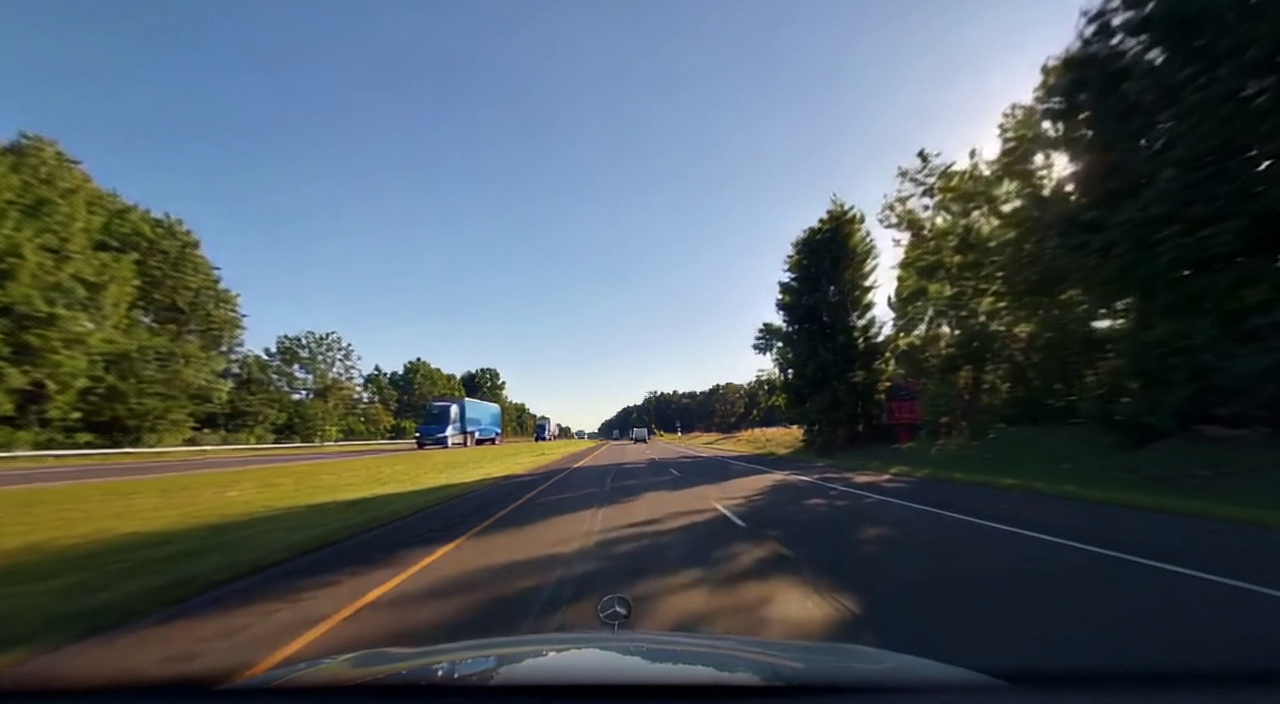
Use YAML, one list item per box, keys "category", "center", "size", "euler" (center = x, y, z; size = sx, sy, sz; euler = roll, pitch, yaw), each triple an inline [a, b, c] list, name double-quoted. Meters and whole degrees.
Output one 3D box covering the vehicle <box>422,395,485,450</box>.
- category: "vehicle"
  center: [-13.975, 5.393, 47.786]
  size: [3.008, 3.852, 6.229]
  euler: [0, -8, -3]
